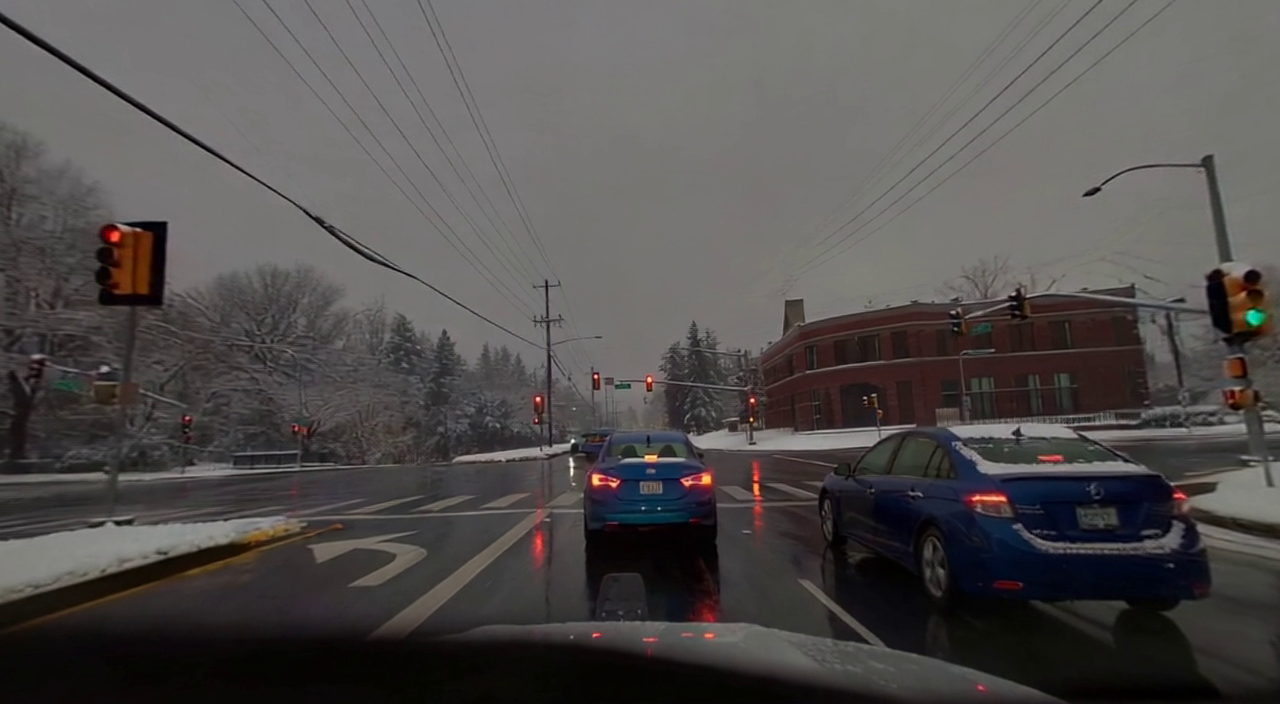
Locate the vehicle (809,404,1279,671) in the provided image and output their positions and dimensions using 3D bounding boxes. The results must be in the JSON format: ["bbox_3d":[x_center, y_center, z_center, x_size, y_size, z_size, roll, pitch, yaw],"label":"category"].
[{"bbox_3d":[3.109,1.332,5.663,2.004,1.448,4.263,0,-8,0],"label":"vehicle"}]

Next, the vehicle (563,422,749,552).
[{"bbox_3d":[0.178,1.821,9.169,2.110,1.466,3.860,0,-8,0],"label":"vehicle"}]
